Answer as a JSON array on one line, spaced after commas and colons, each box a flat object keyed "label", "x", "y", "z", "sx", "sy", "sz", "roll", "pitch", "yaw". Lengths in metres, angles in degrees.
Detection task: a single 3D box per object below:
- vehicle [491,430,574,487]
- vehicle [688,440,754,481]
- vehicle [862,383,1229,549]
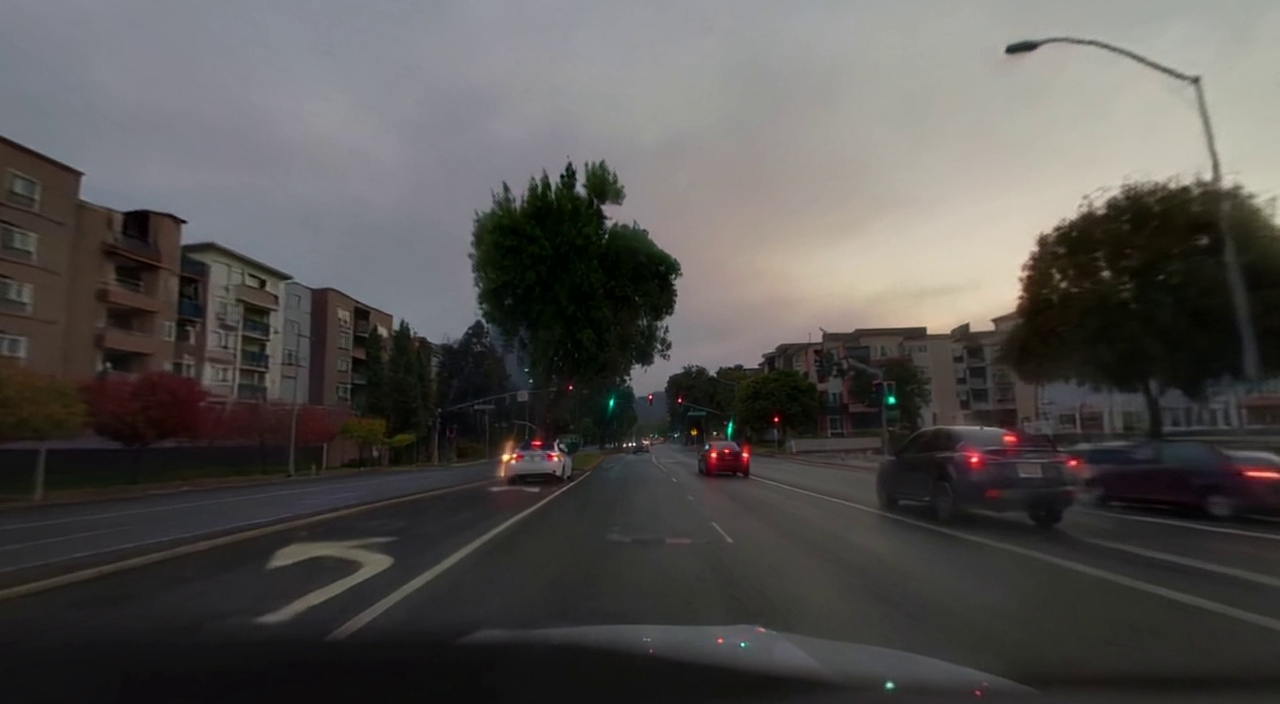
[{"label": "vehicle", "x": -3.458, "y": 3.555, "z": 21.265, "sx": 2.065, "sy": 1.716, "sz": 4.265, "roll": 0, "pitch": -9, "yaw": 0}, {"label": "vehicle", "x": 3.152, "y": 4.331, "z": 25.493, "sx": 2.003, "sy": 1.480, "sz": 4.494, "roll": 0, "pitch": -9, "yaw": -1}, {"label": "vehicle", "x": 5.982, "y": 1.826, "z": 10.676, "sx": 2.427, "sy": 2.017, "sz": 5.763, "roll": 0, "pitch": -9, "yaw": 1}]
